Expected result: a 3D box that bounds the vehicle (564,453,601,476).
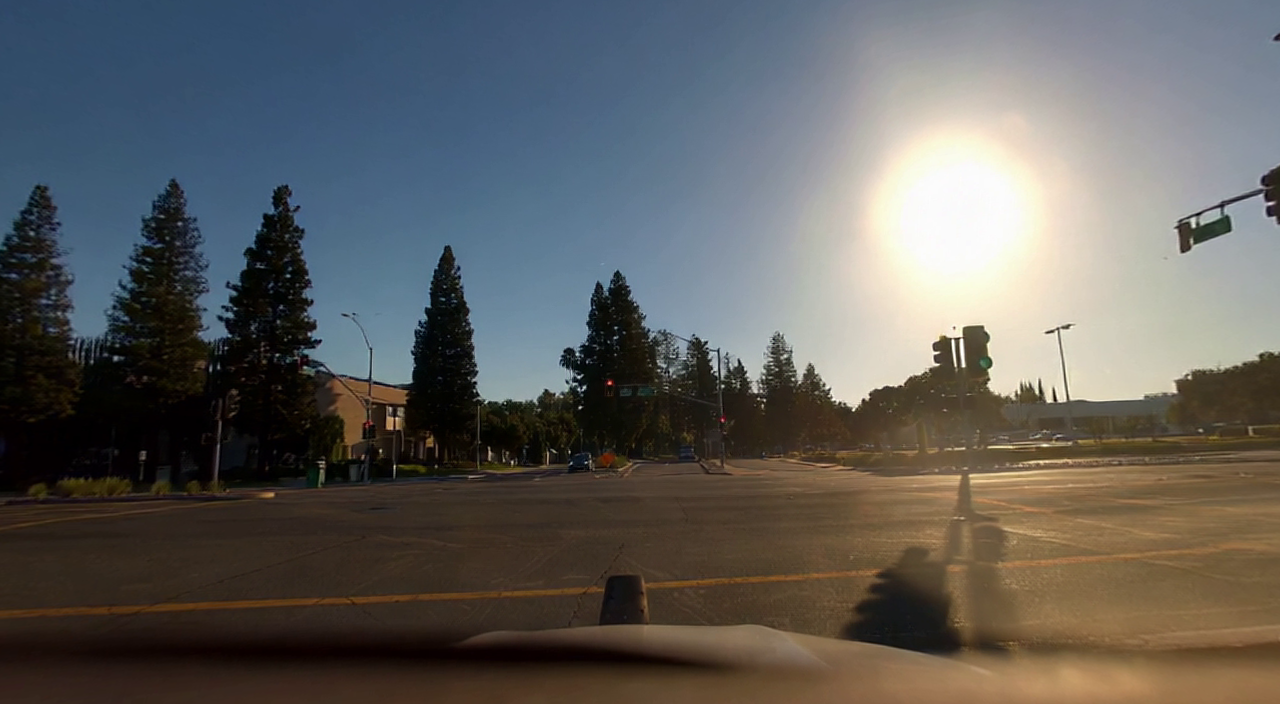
[{"bbox_3d":[-4.480,8.849,49.835,2.030,1.704,4.205,-1,-8,7],"label":"vehicle"}]
